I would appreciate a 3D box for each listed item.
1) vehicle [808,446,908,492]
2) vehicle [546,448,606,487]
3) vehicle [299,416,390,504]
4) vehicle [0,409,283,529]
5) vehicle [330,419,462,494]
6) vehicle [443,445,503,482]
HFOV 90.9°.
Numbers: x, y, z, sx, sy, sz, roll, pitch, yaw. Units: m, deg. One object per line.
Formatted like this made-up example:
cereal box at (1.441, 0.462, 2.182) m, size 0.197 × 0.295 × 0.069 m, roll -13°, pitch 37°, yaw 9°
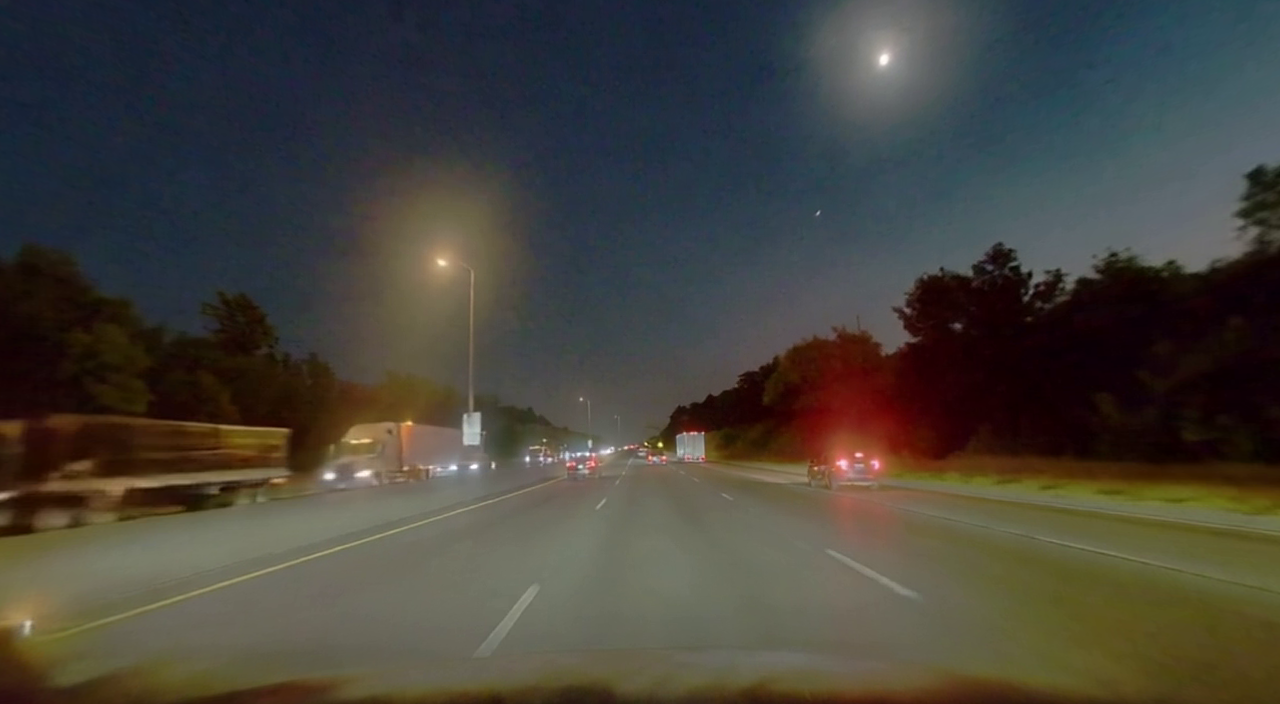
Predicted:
vehicle at (7.701, 4.162, 22.808) m, size 1.943 × 1.493 × 4.507 m, roll 0°, pitch -9°, yaw -1°
vehicle at (-2.741, 5.104, 28.157) m, size 2.191 × 1.563 × 4.318 m, roll 0°, pitch -9°, yaw 0°
vehicle at (-15.274, 5.578, 32.869) m, size 2.923 × 4.280 × 3.390 m, roll 0°, pitch -9°, yaw 0°
vehicle at (-18.831, 4.494, 25.180) m, size 2.761 × 3.716 × 10.785 m, roll 0°, pitch -9°, yaw 0°
vehicle at (-15.200, 6.765, 41.192) m, size 2.975 × 4.006 × 13.924 m, roll 0°, pitch -9°, yaw 0°
vehicle at (-11.296, 7.586, 43.298) m, size 2.334 × 2.350 × 6.510 m, roll 0°, pitch -9°, yaw 0°
